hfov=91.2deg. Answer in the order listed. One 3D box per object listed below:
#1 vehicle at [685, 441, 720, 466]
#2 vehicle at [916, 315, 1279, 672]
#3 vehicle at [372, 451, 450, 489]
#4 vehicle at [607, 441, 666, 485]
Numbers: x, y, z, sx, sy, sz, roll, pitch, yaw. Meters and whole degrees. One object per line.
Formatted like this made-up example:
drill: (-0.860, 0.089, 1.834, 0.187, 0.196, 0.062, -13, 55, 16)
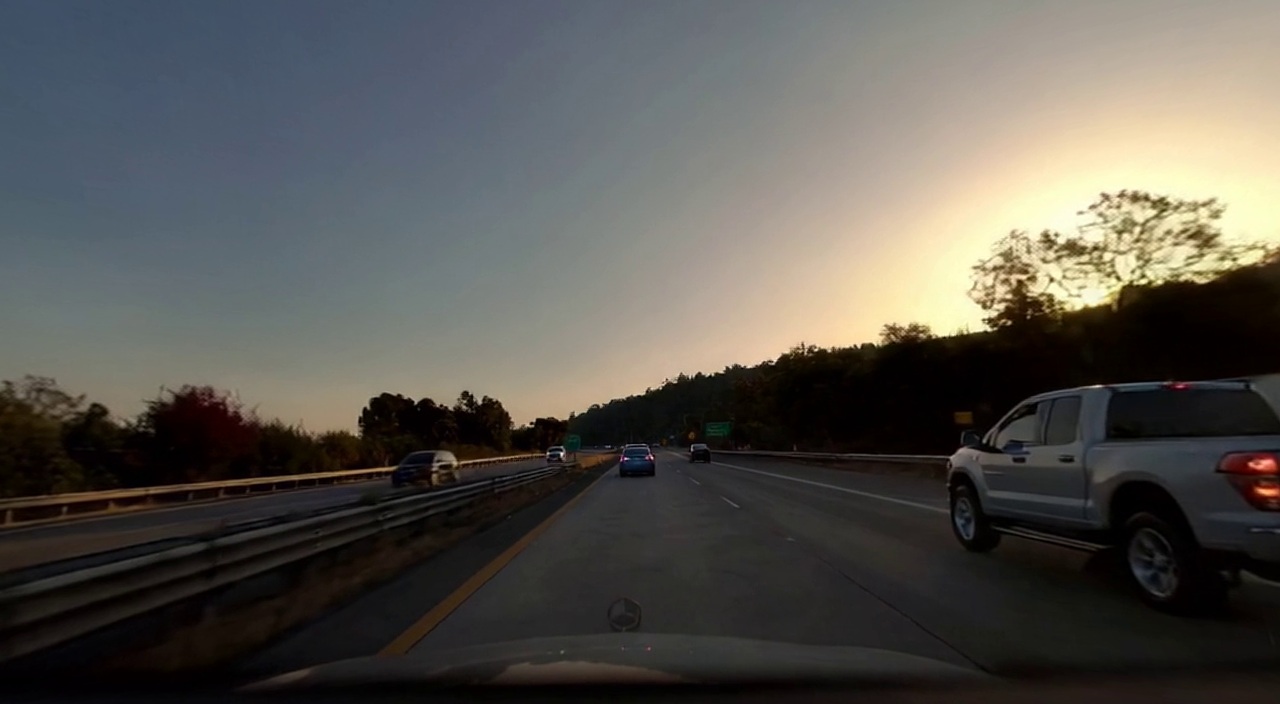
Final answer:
vehicle: (4.138, 6.802, 42.114, 1.936, 1.589, 3.915, 0, -9, -1)
vehicle: (4.668, 1.096, 5.518, 2.261, 1.952, 4.784, 0, -9, 0)
vehicle: (-10.368, 5.355, 28.738, 1.868, 1.535, 4.326, -1, -9, 2)
vehicle: (-0.134, 4.165, 23.713, 2.029, 1.483, 3.769, 0, -9, 0)
